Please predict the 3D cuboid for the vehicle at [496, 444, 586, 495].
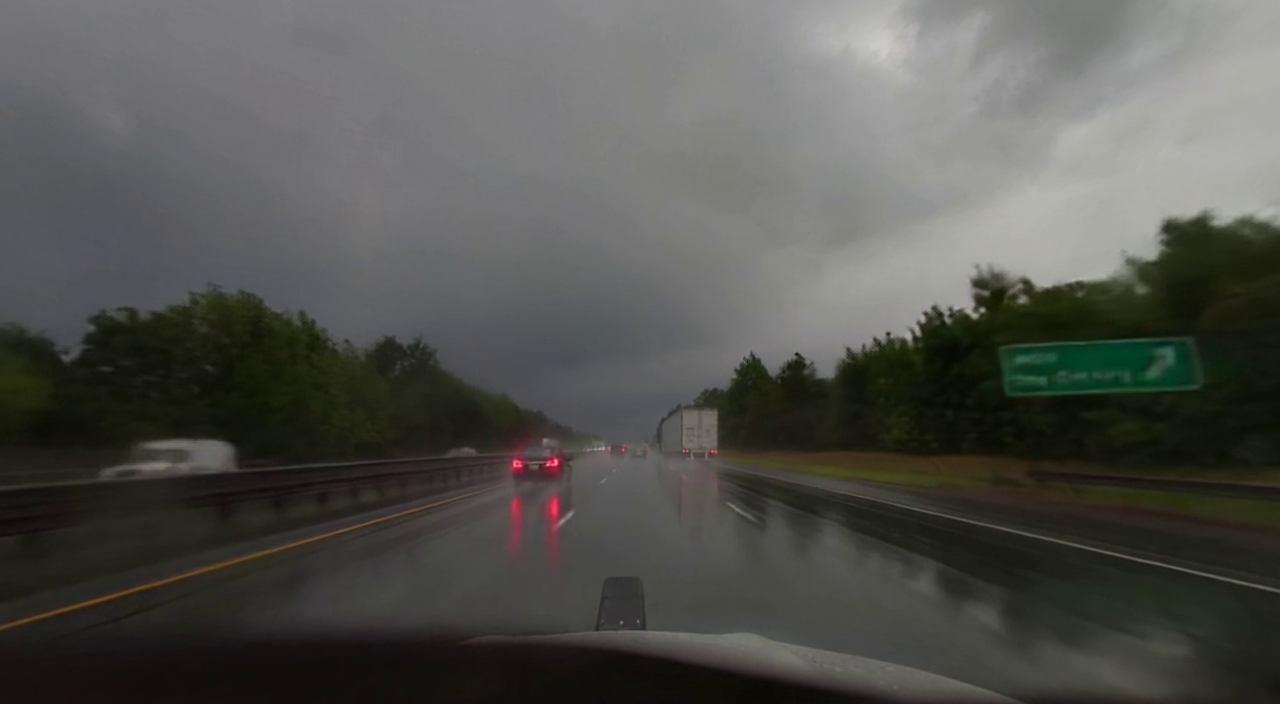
[{"bbox_3d":[-3.038,3.732,20.459,2.121,1.445,4.651,0,-9,1],"label":"vehicle"}]
